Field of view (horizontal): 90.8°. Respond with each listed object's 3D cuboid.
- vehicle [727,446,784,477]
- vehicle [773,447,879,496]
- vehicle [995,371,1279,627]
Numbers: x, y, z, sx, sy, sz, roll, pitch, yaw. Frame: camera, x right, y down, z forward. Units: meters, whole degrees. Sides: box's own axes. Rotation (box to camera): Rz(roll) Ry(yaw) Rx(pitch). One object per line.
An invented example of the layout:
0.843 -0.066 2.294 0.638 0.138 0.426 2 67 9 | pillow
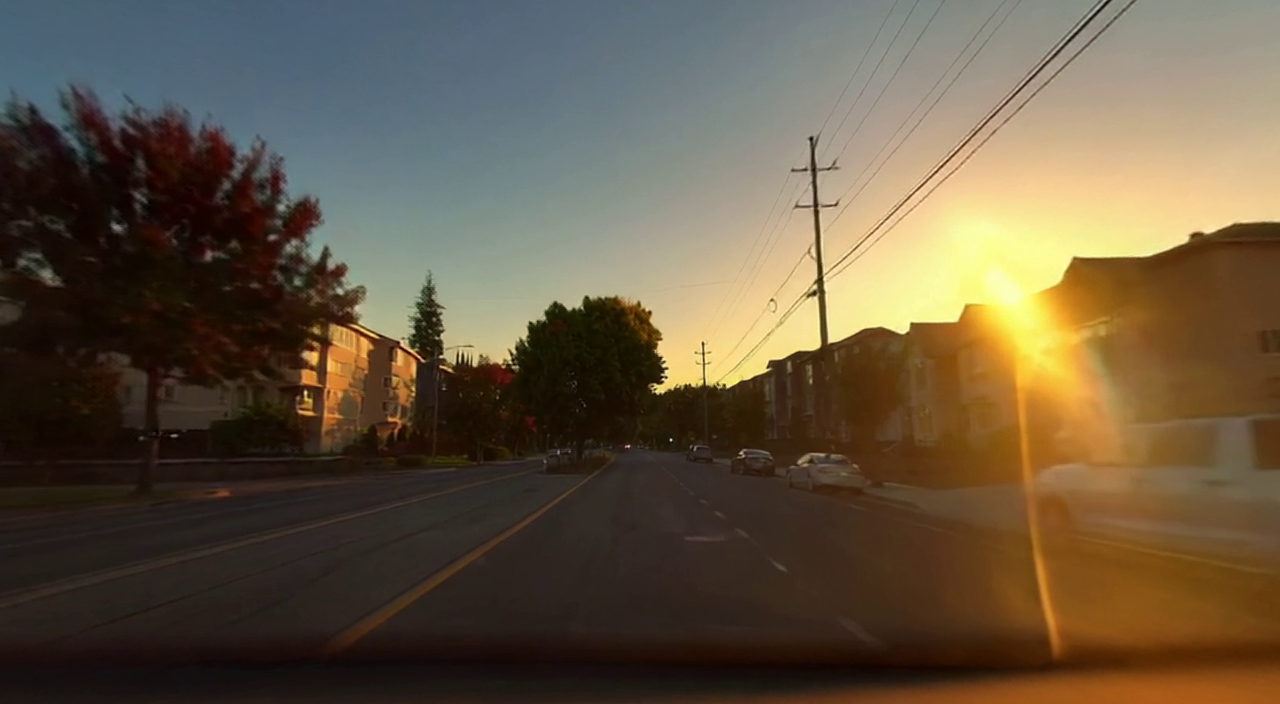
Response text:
6.047 5.753 33.605 1.944 1.478 4.885 0 -9 -2 | vehicle
6.114 3.967 21.495 2.013 1.408 5.011 0 -9 -1 | vehicle
6.354 1.358 6.269 2.267 2.037 6.240 -1 -9 3 | vehicle
